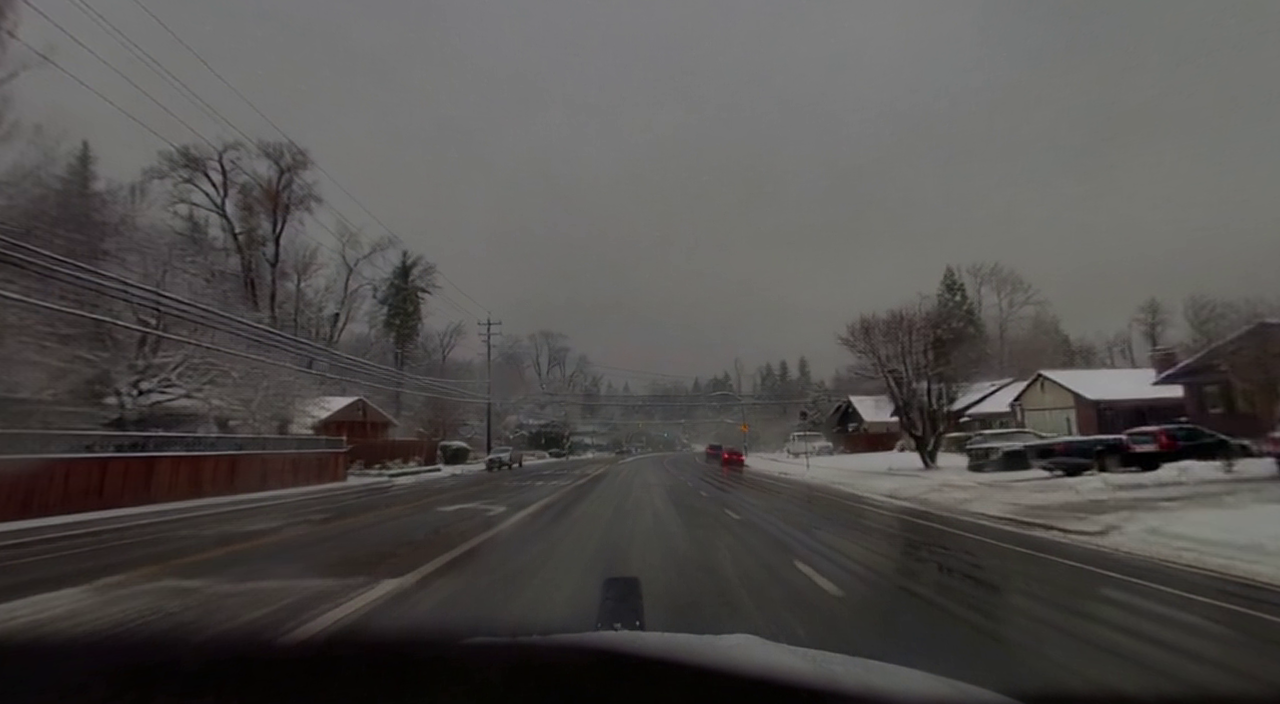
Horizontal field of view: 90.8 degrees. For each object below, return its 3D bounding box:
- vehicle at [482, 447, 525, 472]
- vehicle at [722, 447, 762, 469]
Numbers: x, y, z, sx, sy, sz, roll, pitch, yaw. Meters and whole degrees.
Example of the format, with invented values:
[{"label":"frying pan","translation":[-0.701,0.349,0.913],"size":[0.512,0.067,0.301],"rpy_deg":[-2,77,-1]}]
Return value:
[{"label":"vehicle","translation":[-10.530,8.321,49.119],"size":[2.095,1.815,4.726],"rpy_deg":[-1,-8,3]},{"label":"vehicle","translation":[6.977,7.288,43.639],"size":[1.946,1.404,4.609],"rpy_deg":[0,-8,0]}]
